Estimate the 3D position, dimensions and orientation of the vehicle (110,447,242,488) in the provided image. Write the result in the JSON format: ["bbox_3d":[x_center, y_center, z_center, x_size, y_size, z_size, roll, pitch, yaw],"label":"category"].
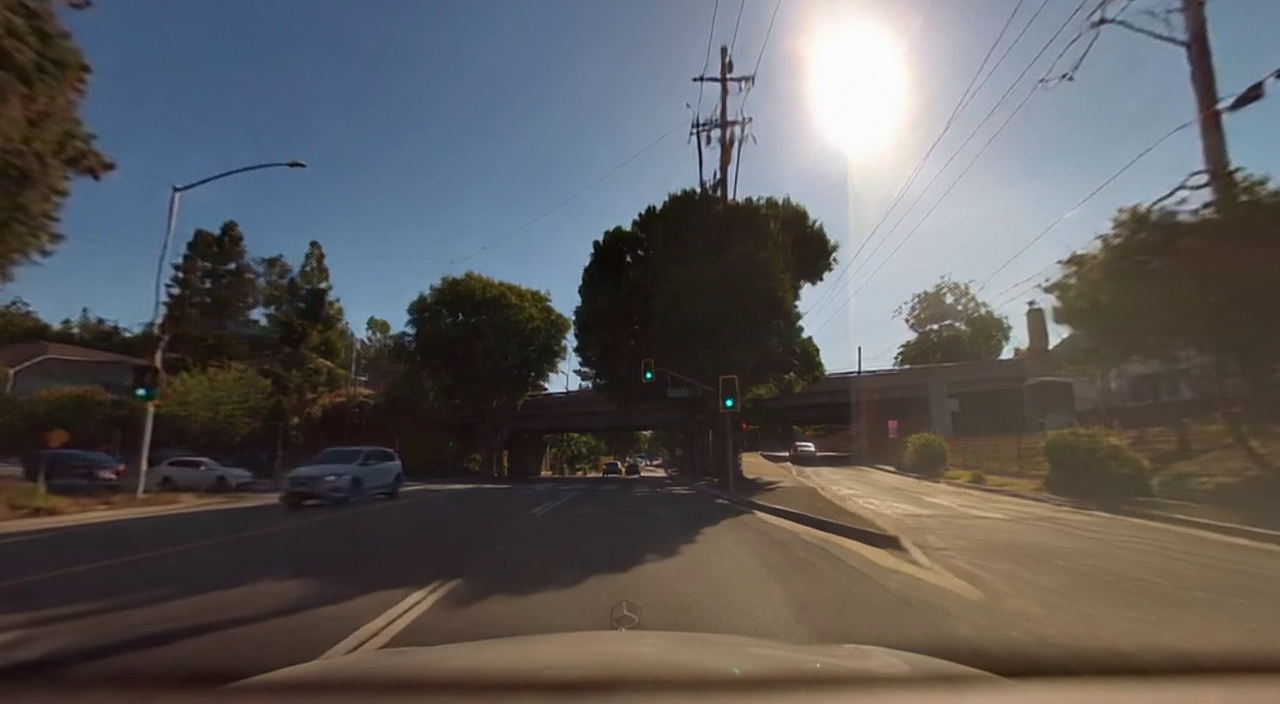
[{"bbox_3d":[-19.494,4.833,26.717,3.877,1.623,2.049,1,-9,-8],"label":"vehicle"}]

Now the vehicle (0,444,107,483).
[{"bbox_3d":[-28.486,5.326,30.505,4.598,1.765,1.955,-3,-9,19],"label":"vehicle"}]

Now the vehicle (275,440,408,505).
[{"bbox_3d":[-8.484,3.433,18.429,1.886,1.654,4.037,0,-8,0],"label":"vehicle"}]

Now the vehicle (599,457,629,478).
[{"bbox_3d":[-1.986,9.055,49.680,1.997,1.542,4.202,-1,-8,3],"label":"vehicle"}]
